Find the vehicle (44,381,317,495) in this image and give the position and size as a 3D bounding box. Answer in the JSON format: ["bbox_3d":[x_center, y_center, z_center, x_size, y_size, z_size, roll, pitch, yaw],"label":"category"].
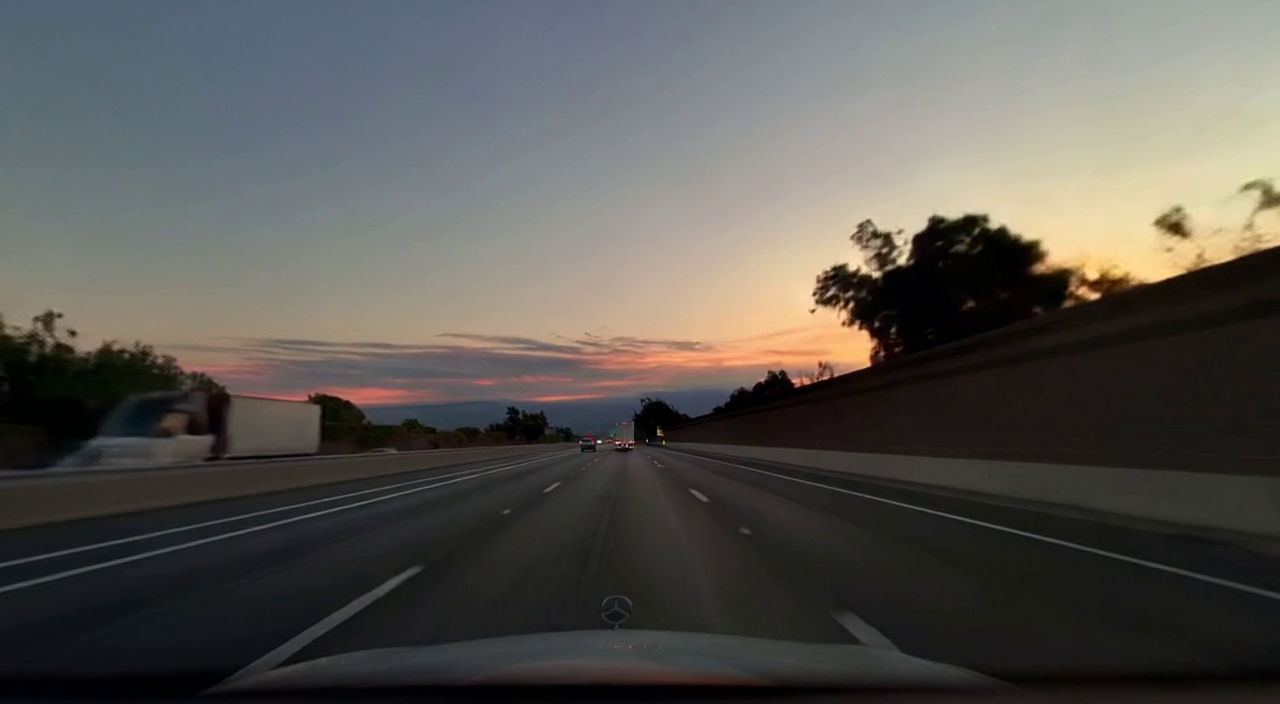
[{"bbox_3d":[-17.275,3.437,25.320,2.988,3.577,10.665,0,-8,-1],"label":"vehicle"}]
